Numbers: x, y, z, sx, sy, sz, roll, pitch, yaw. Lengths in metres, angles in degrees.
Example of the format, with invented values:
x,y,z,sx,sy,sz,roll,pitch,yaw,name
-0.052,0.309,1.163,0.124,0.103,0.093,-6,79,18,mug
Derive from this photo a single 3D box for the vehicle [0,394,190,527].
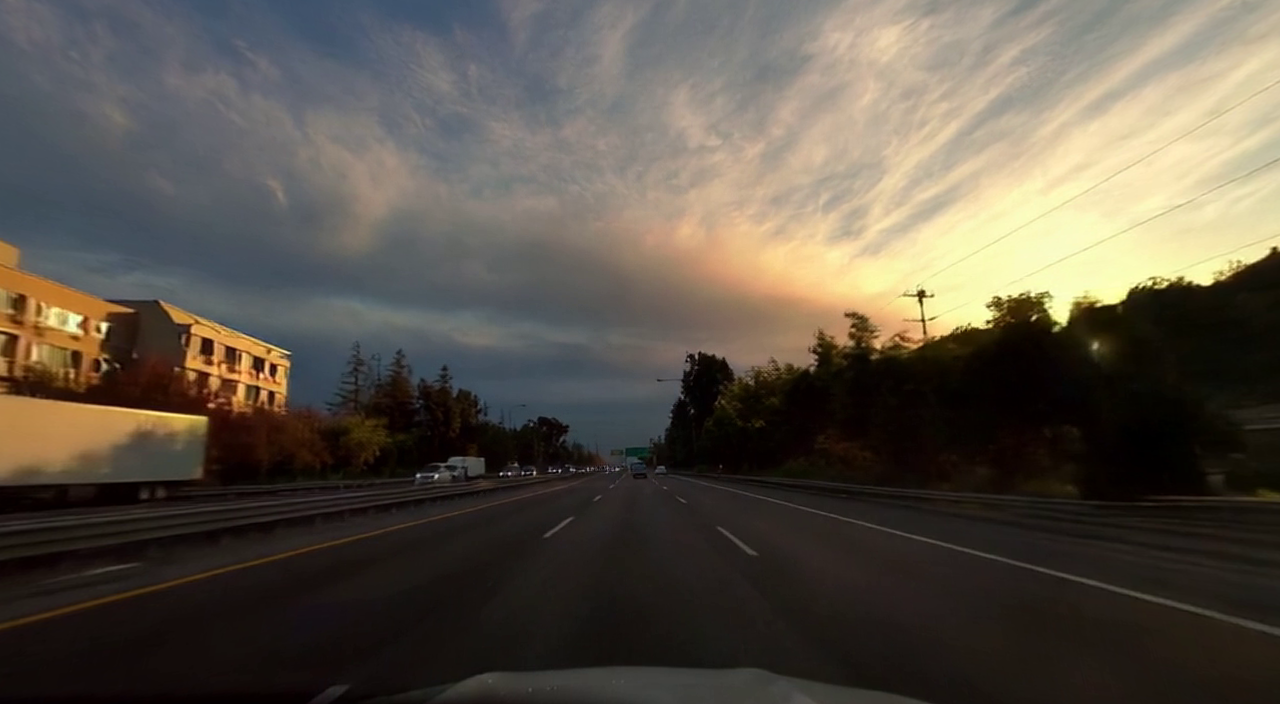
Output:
x,y,z,sx,sy,sz,roll,pitch,yaw,name
-19.759,3.472,20.064,2.948,3.734,10.618,1,-11,0,vehicle

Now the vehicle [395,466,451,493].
x,y,z,sx,sy,sz,roll,pitch,yaw,name
-12.662,7.462,37.006,1.779,1.441,4.279,1,-11,0,vehicle
